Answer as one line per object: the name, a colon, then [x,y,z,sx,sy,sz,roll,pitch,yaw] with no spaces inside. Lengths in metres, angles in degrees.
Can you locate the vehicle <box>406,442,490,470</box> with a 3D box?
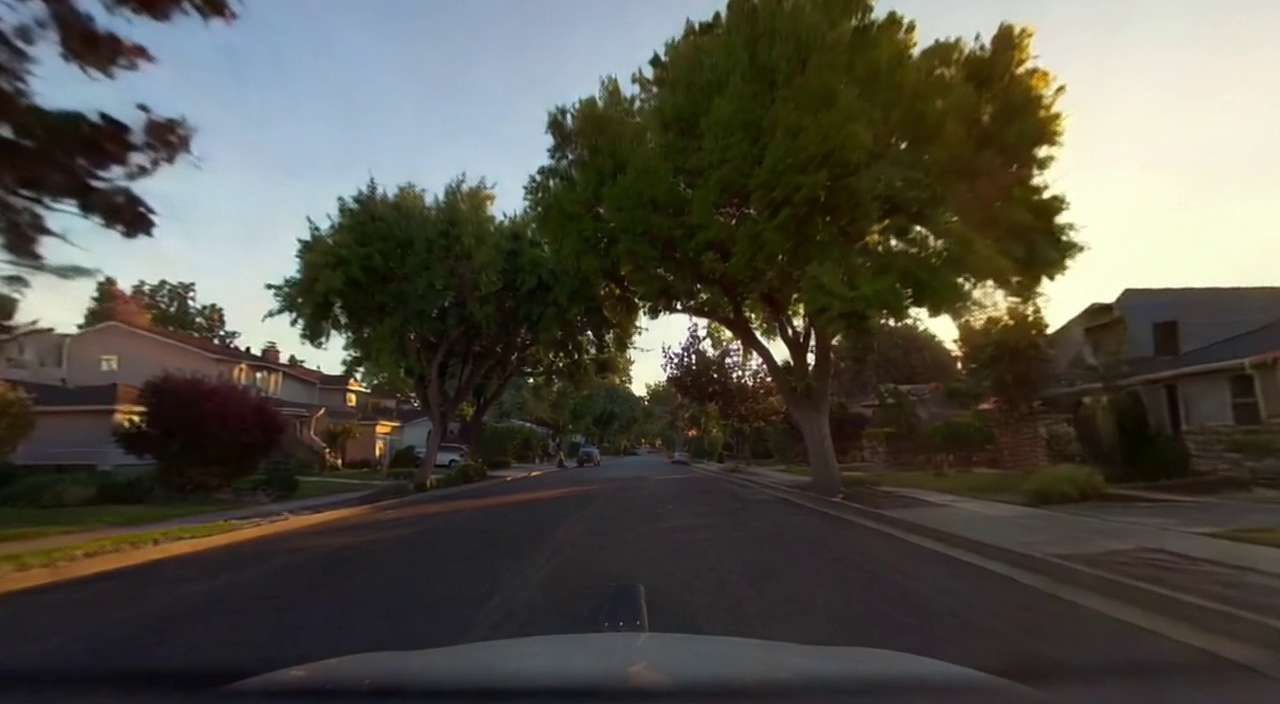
vehicle: [-12.543,6.825,41.306,4.876,1.733,1.989,0,-9,3]

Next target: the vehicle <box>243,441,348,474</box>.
vehicle: [-17.260,5.304,31.644,4.112,1.497,1.956,-2,-9,2]
